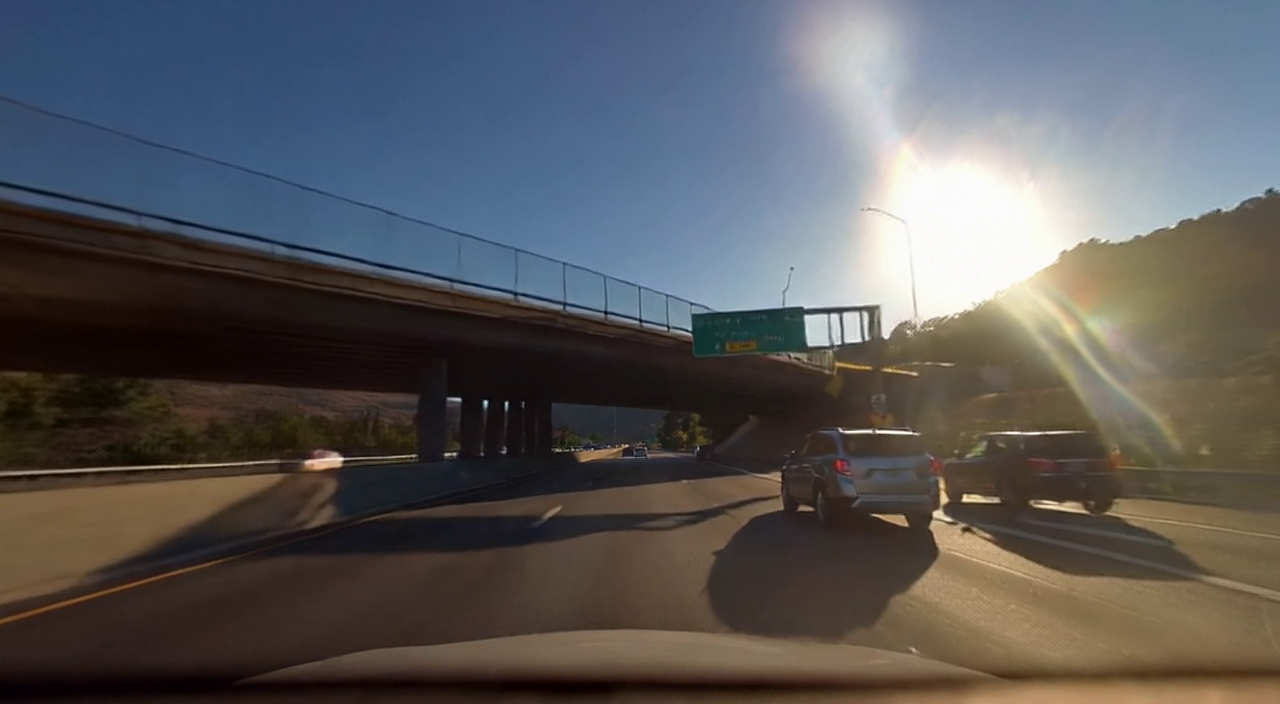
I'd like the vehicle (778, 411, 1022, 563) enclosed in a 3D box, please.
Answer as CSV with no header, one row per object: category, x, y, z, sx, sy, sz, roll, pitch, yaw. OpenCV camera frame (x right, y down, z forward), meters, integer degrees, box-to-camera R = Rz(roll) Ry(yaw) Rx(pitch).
vehicle,3.482,1.887,9.397,1.784,1.733,4.141,0,-9,-1

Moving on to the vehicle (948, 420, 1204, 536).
vehicle,7.781,2.264,11.758,1.898,1.798,3.805,0,-9,-2
